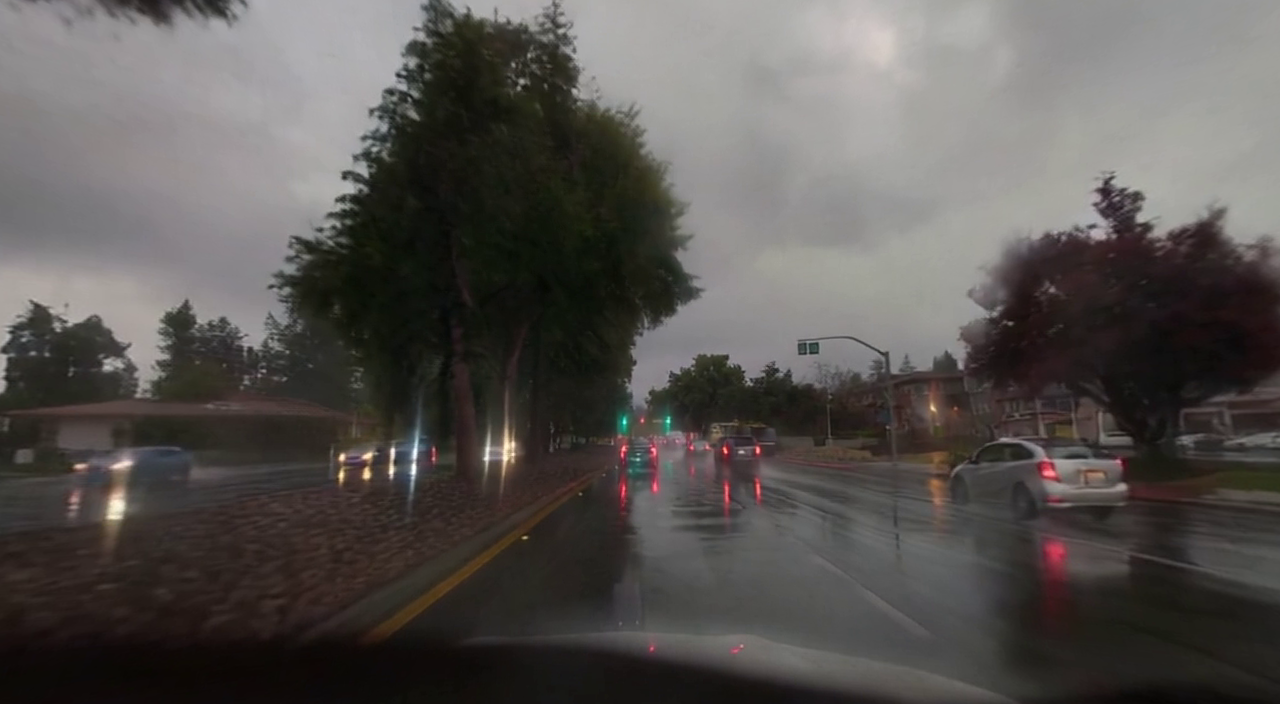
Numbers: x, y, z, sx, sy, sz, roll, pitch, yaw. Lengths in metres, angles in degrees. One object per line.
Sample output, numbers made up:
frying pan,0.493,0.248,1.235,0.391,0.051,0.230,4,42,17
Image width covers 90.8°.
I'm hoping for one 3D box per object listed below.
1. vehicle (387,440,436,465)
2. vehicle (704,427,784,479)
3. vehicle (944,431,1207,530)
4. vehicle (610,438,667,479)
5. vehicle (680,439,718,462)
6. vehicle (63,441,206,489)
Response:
vehicle,-15.823,6.956,43.877,1.889,1.622,3.975,0,-9,0
vehicle,3.960,3.957,24.932,2.209,1.813,4.724,0,-9,-2
vehicle,7.707,2.286,11.814,1.949,1.492,4.103,0,-9,0
vehicle,-0.064,3.997,23.922,1.988,1.418,4.214,0,-9,0
vehicle,3.963,6.688,43.097,2.064,1.474,4.389,0,-9,-1
vehicle,-19.691,4.405,24.944,1.923,1.703,4.469,0,-9,0
